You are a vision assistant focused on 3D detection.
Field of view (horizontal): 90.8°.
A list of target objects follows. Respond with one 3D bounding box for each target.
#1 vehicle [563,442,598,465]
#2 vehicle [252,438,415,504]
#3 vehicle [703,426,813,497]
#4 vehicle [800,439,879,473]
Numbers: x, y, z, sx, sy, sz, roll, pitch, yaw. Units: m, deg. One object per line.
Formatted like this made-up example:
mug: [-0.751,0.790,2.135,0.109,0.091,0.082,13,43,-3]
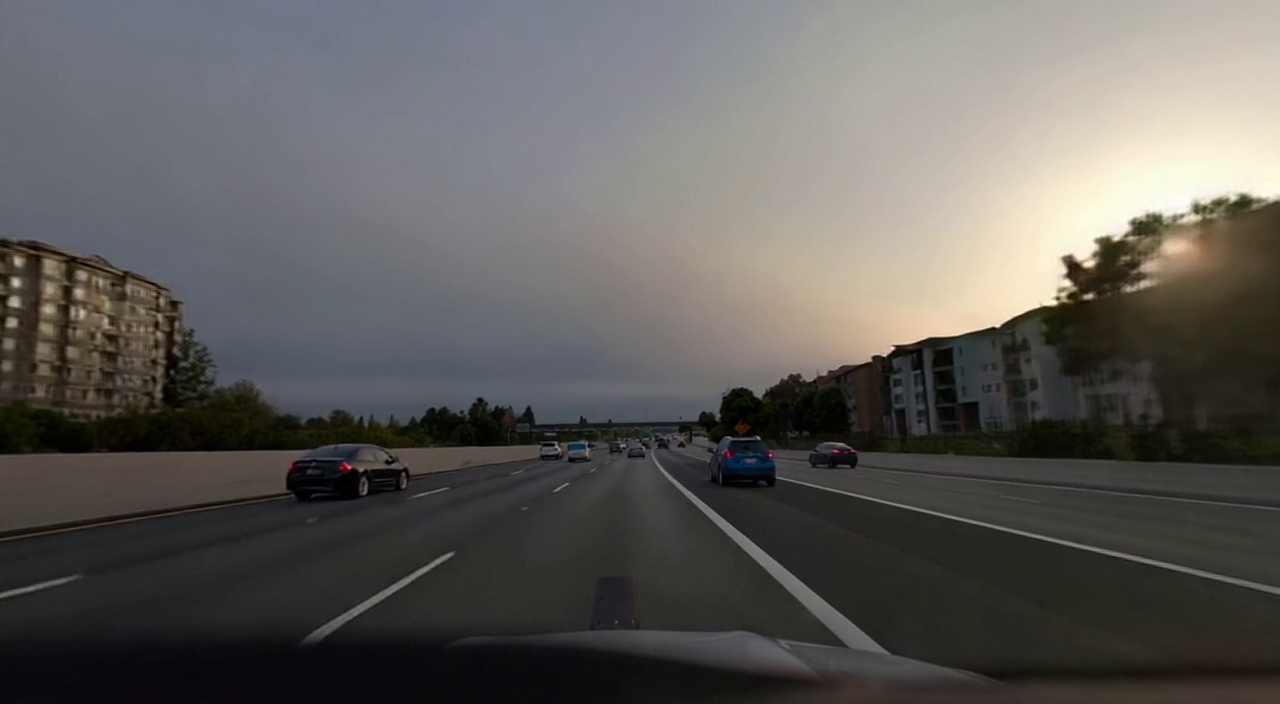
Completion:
vehicle: [-4.035,6.969,43.624,2.002,1.466,4.378,0,-9,0]
vehicle: [-7.824,3.055,16.734,2.021,1.496,4.495,0,-9,0]
vehicle: [3.079,2.980,17.478,2.080,1.694,4.286,0,-9,-2]
vehicle: [9.145,4.813,29.372,2.061,1.459,4.273,0,-9,-3]
